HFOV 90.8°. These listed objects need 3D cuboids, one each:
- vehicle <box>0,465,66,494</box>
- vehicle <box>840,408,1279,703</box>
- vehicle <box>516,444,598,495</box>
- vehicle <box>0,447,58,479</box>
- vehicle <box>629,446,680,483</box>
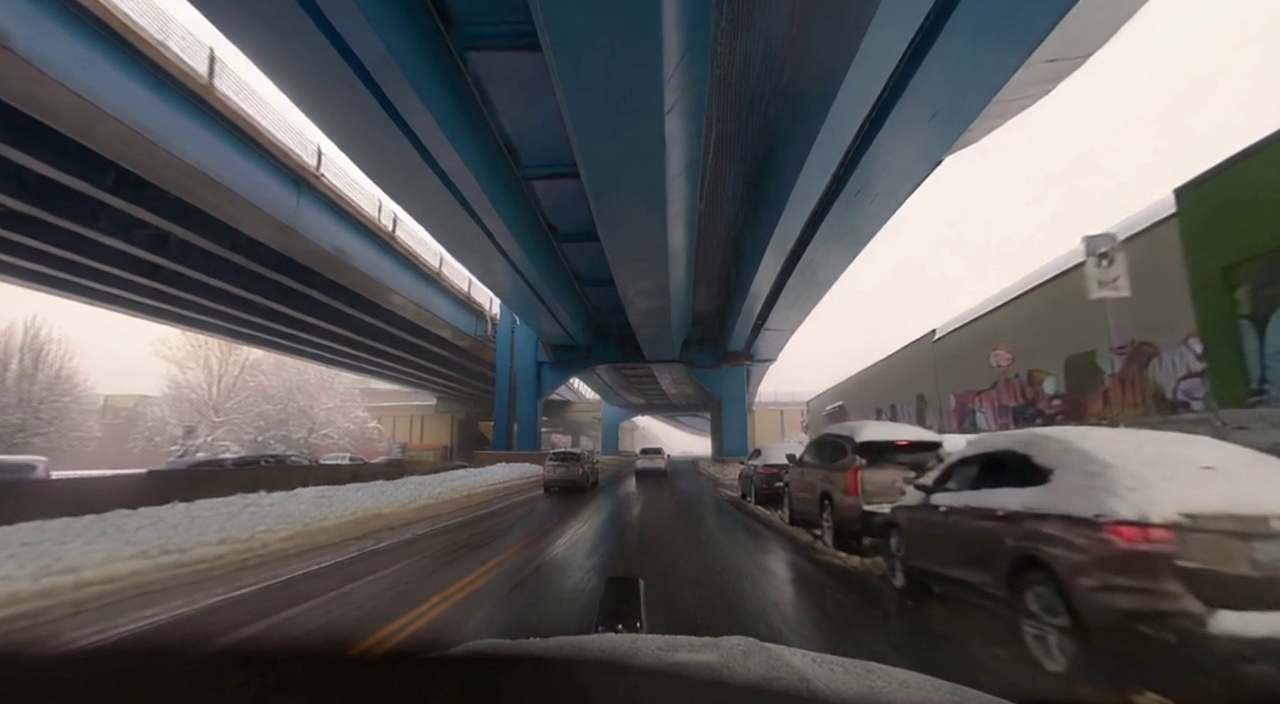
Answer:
[{"bbox_3d":[-35.847,7.361,36.430,3.720,1.546,1.922,6,-11,-34],"label":"vehicle"},{"bbox_3d":[3.282,1.379,5.113,1.983,1.589,4.010,0,-9,0],"label":"vehicle"},{"bbox_3d":[-2.681,3.952,21.541,2.024,1.533,4.549,-1,-9,2],"label":"vehicle"},{"bbox_3d":[-34.876,6.111,34.555,4.221,1.638,2.040,5,-12,-37],"label":"vehicle"},{"bbox_3d":[0.670,5.072,28.651,2.155,1.571,3.734,-1,-9,2],"label":"vehicle"}]
